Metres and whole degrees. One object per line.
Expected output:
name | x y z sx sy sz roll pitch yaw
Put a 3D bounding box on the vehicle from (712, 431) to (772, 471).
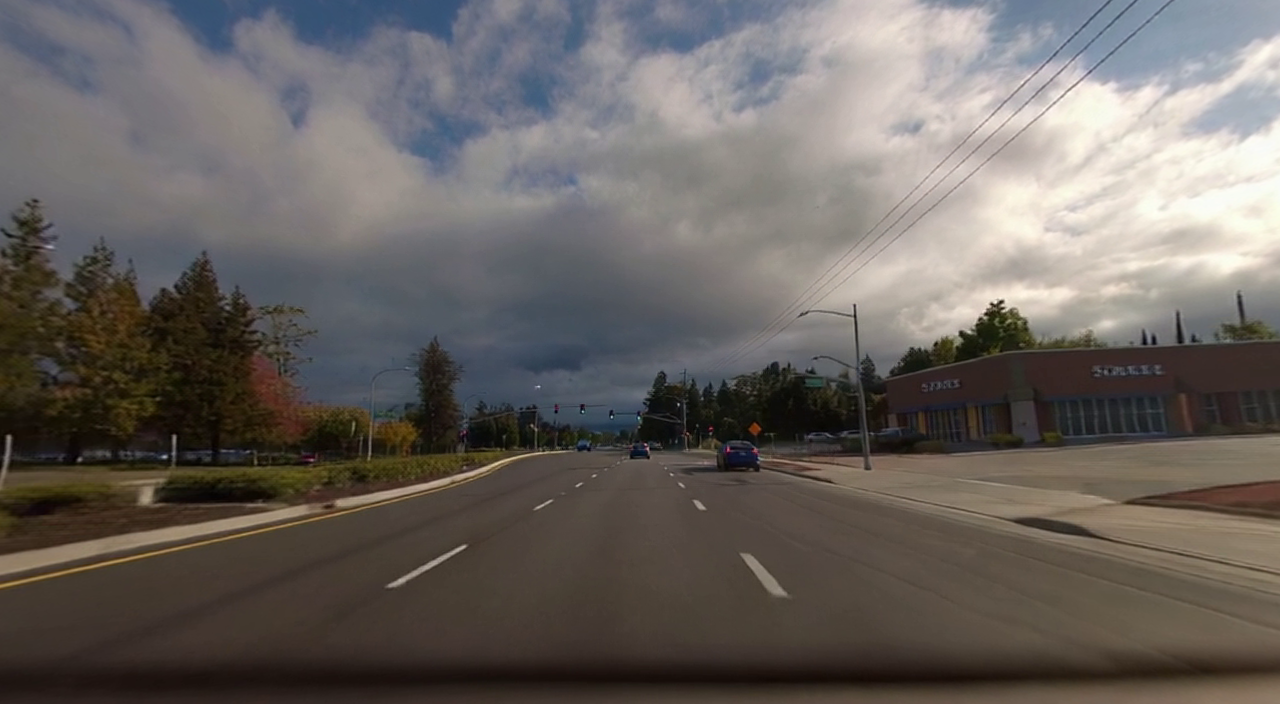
vehicle | 5.532 5.507 35.156 2.476 2.016 5.586 0 -9 1
